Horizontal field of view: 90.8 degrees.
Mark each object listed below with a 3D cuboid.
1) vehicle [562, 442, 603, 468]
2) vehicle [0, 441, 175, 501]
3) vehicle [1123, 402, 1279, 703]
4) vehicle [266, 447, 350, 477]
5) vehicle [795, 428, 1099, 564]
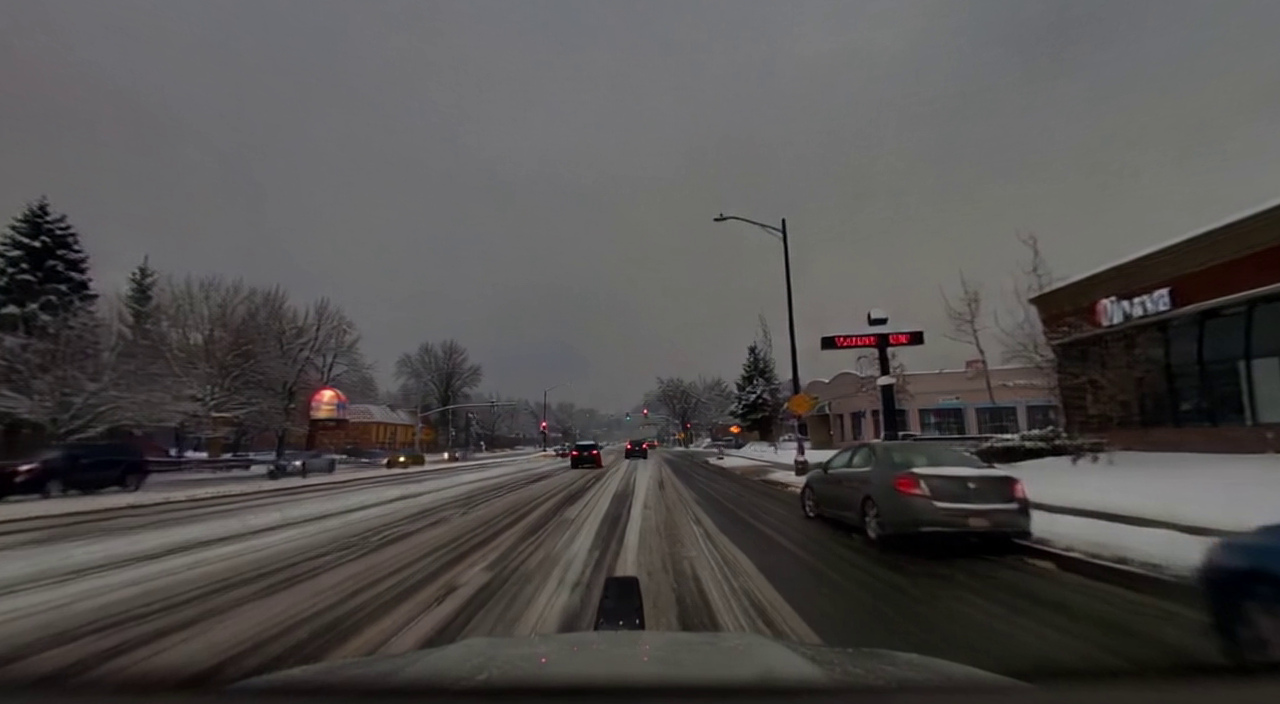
[{"bbox_3d":[-3.522,6.437,39.681,2.179,1.490,4.742,0,-9,0],"label":"vehicle"},{"bbox_3d":[-17.692,3.706,20.124,2.102,1.679,4.690,0,-9,0],"label":"vehicle"},{"bbox_3d":[3.895,0.748,1.334,1.922,1.507,4.824,0,-9,0],"label":"vehicle"},{"bbox_3d":[-18.427,6.104,35.347,2.151,1.495,4.703,0,-9,0],"label":"vehicle"},{"bbox_3d":[3.971,1.946,9.347,2.085,1.479,4.633,0,-9,-1],"label":"vehicle"}]
